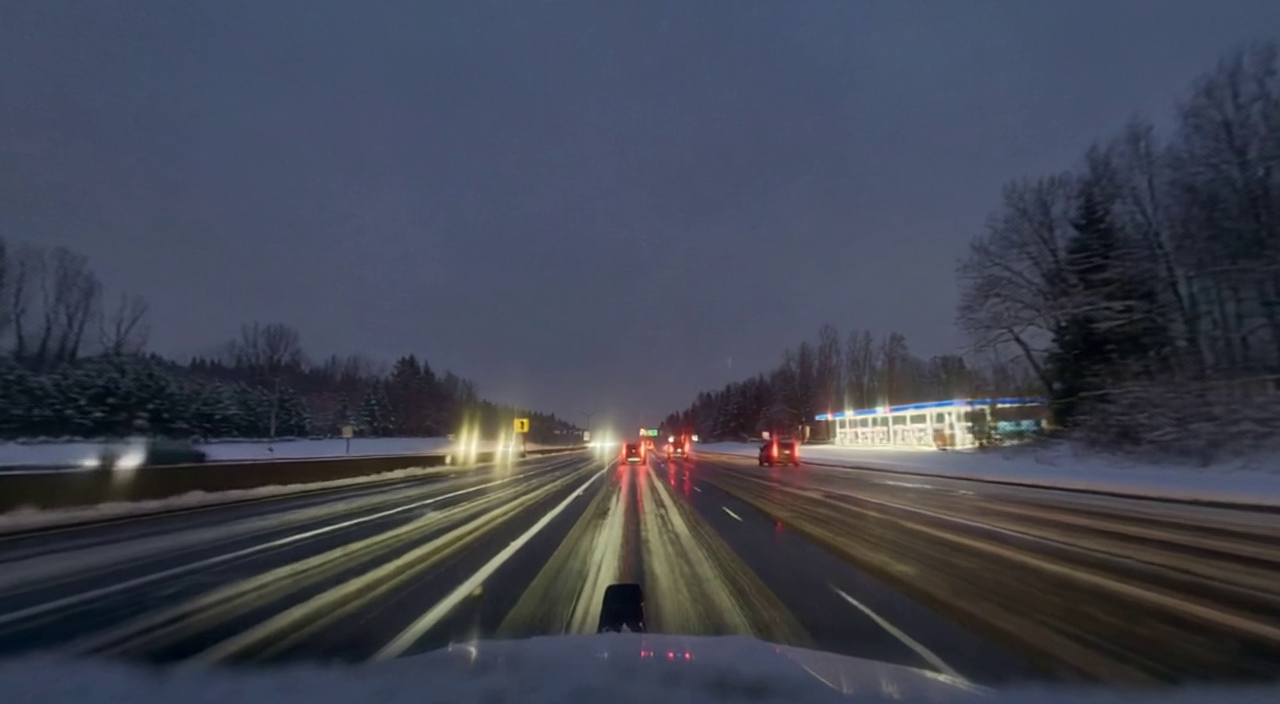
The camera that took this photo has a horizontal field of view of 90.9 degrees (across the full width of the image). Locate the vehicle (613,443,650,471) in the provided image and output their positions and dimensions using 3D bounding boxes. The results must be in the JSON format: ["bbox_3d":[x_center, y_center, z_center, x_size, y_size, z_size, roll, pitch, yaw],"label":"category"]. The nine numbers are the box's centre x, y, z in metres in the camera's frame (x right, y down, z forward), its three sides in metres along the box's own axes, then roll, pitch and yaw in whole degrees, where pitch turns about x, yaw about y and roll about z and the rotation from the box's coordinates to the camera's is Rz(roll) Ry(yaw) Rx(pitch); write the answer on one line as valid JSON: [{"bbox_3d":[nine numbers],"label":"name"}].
[{"bbox_3d":[-0.491,5.925,35.690,1.999,1.473,4.351,0,-9,-1],"label":"vehicle"}]

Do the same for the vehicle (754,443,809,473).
[{"bbox_3d":[7.473,5.635,33.730,1.867,1.463,4.295,0,-9,-1],"label":"vehicle"}]

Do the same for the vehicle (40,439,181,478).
[{"bbox_3d":[-22.316,4.502,26.872,1.920,1.509,4.649,0,-9,0],"label":"vehicle"}]
